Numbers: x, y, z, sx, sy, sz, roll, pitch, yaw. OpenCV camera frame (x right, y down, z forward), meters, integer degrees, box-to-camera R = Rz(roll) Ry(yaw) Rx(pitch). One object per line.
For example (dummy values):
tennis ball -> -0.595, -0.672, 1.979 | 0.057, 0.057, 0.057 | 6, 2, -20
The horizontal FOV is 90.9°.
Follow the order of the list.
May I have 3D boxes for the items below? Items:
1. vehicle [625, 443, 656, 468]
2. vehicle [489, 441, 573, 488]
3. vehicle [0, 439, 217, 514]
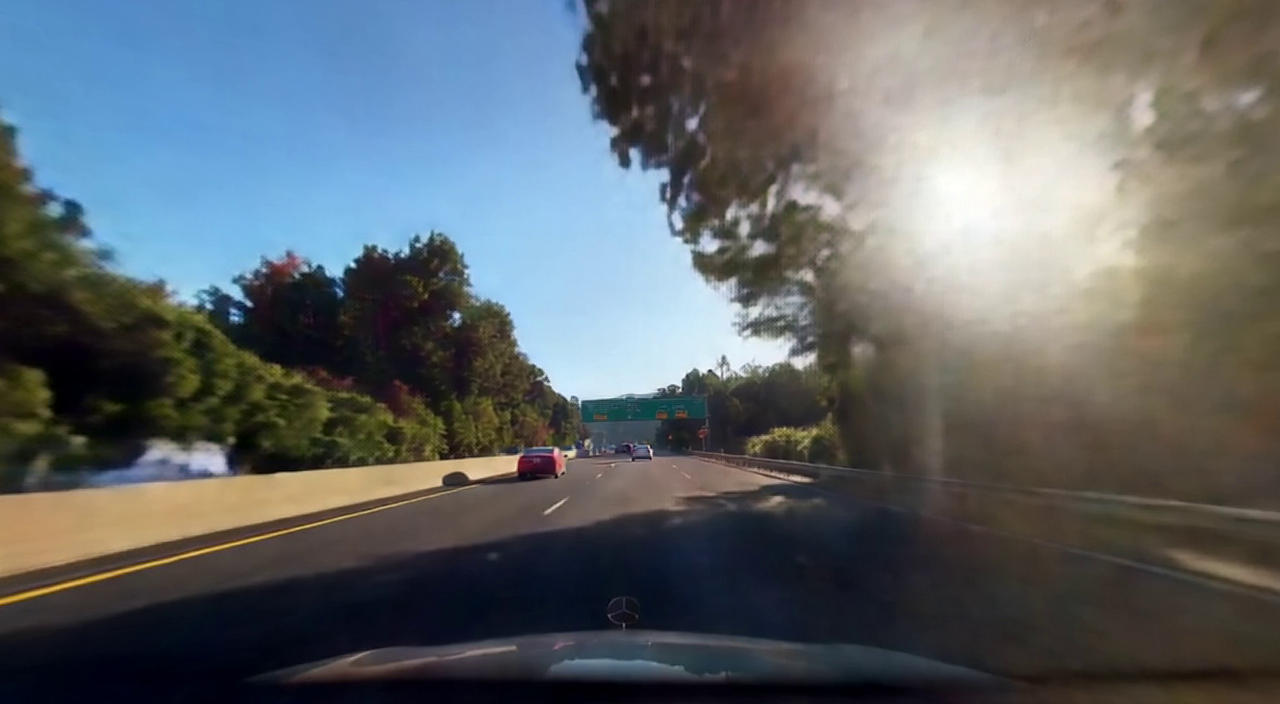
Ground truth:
vehicle -> 0.049, 6.933, 42.478 | 2.011, 1.590, 3.607 | 0, -9, 0
vehicle -> -3.773, 3.993, 22.758 | 2.157, 1.483, 4.601 | 0, -9, 1
vehicle -> -13.226, 3.027, 15.920 | 1.927, 1.601, 4.480 | 0, -9, 0
